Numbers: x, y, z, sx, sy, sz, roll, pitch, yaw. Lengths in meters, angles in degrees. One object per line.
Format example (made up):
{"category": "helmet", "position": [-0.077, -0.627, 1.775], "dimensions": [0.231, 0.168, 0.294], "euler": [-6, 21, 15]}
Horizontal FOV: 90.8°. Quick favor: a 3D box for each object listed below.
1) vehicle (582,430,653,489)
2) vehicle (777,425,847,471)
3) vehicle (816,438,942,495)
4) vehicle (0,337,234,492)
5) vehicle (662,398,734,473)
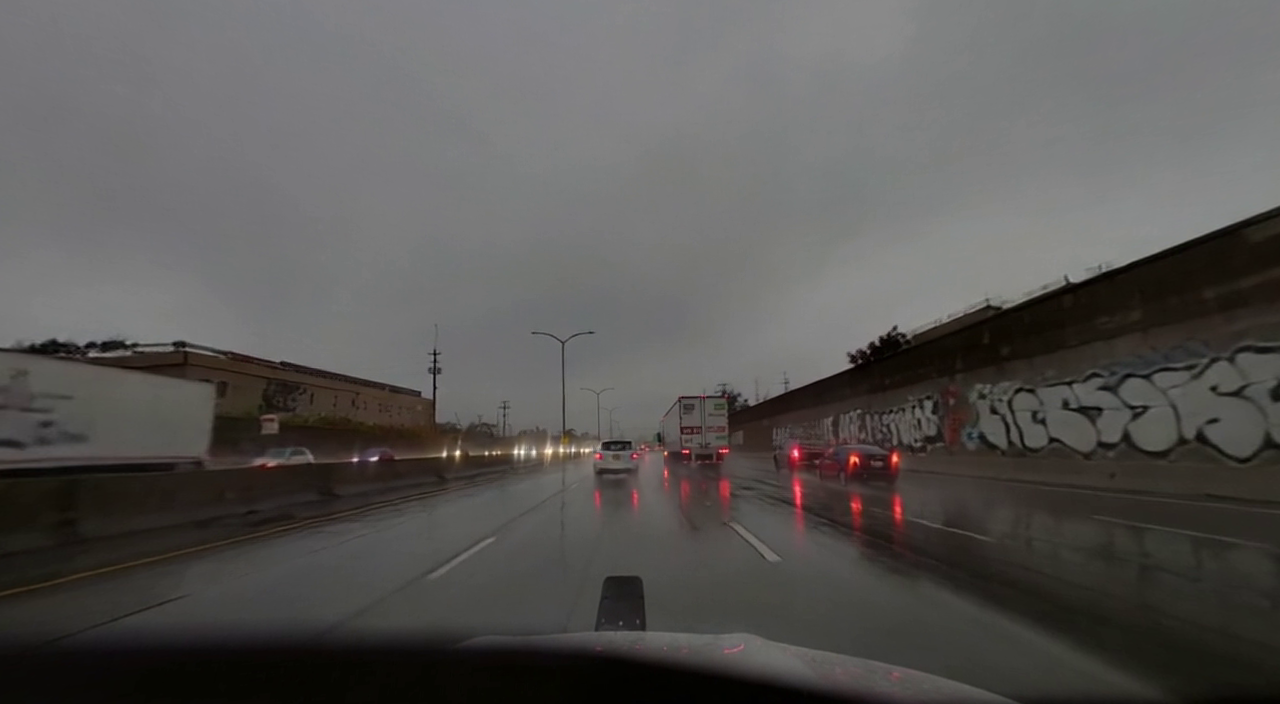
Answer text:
{"category": "vehicle", "position": [-0.844, 3.785, 22.600], "dimensions": [2.249, 1.843, 5.176], "euler": [0, -9, -3]}
{"category": "vehicle", "position": [9.653, 5.477, 36.150], "dimensions": [2.322, 2.360, 6.433], "euler": [0, -9, 1]}
{"category": "vehicle", "position": [7.017, 3.411, 19.192], "dimensions": [1.915, 1.476, 4.677], "euler": [0, -9, -1]}
{"category": "vehicle", "position": [-17.241, 1.933, 18.159], "dimensions": [2.791, 3.780, 12.692], "euler": [0, -9, 0]}
{"category": "vehicle", "position": [3.159, 5.051, 37.581], "dimensions": [2.976, 3.806, 10.591], "euler": [0, -9, -2]}
